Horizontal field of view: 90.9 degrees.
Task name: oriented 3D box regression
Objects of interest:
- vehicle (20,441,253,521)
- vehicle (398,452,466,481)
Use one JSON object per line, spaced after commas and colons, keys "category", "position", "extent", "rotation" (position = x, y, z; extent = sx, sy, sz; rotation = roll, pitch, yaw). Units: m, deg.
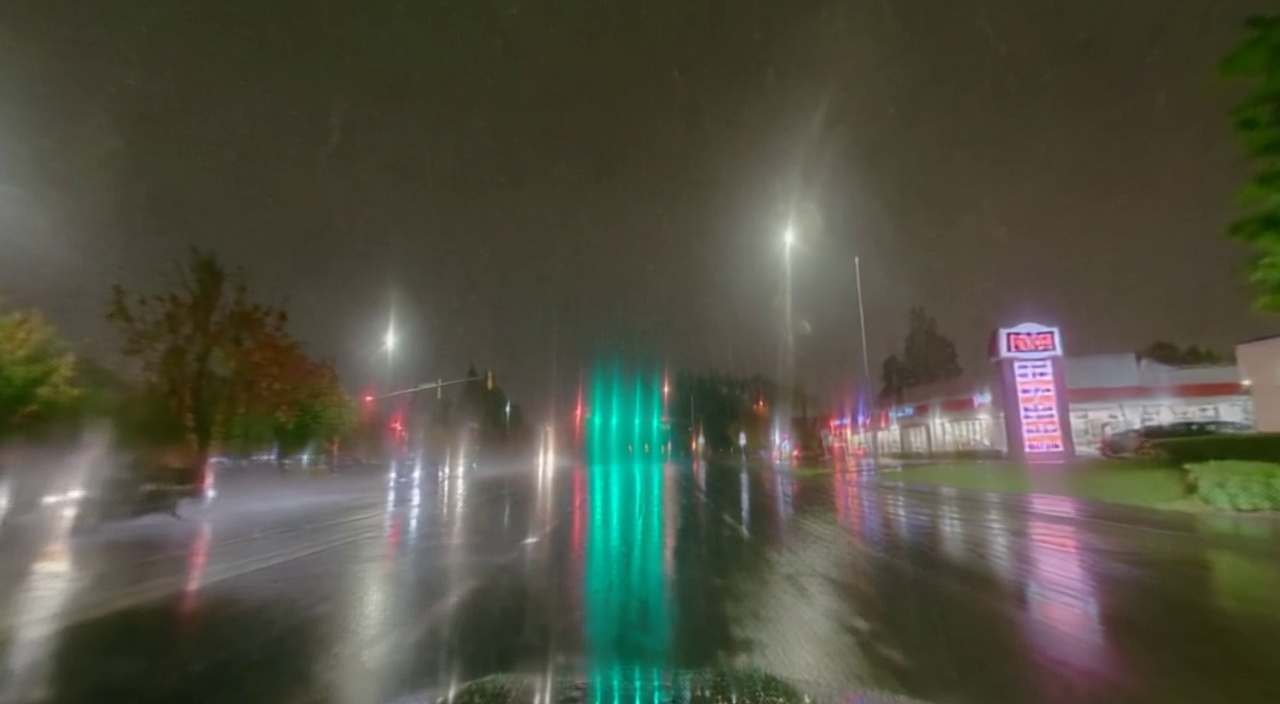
{"category": "vehicle", "position": [-14.813, 3.780, 19.242], "extent": [2.315, 1.998, 5.808], "rotation": [-1, -9, 0]}
{"category": "vehicle", "position": [-11.447, 6.308, 35.003], "extent": [2.241, 1.455, 4.343], "rotation": [0, -9, 0]}
